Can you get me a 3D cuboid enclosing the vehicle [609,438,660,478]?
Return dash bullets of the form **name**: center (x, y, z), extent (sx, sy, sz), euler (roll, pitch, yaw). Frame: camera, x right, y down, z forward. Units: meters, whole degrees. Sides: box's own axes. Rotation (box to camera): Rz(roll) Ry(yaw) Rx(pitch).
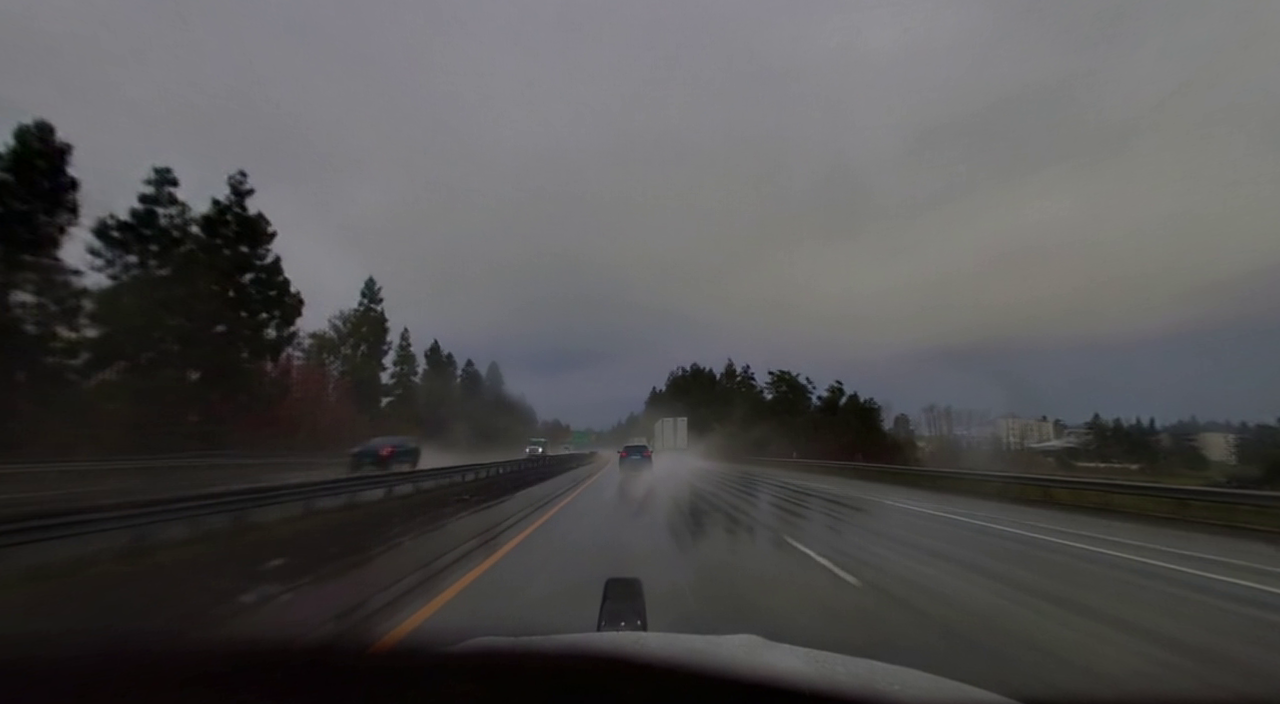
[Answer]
- **vehicle**: center (-0.273, 4.884, 29.193), extent (2.190, 1.706, 4.062), euler (0, -9, -1)
